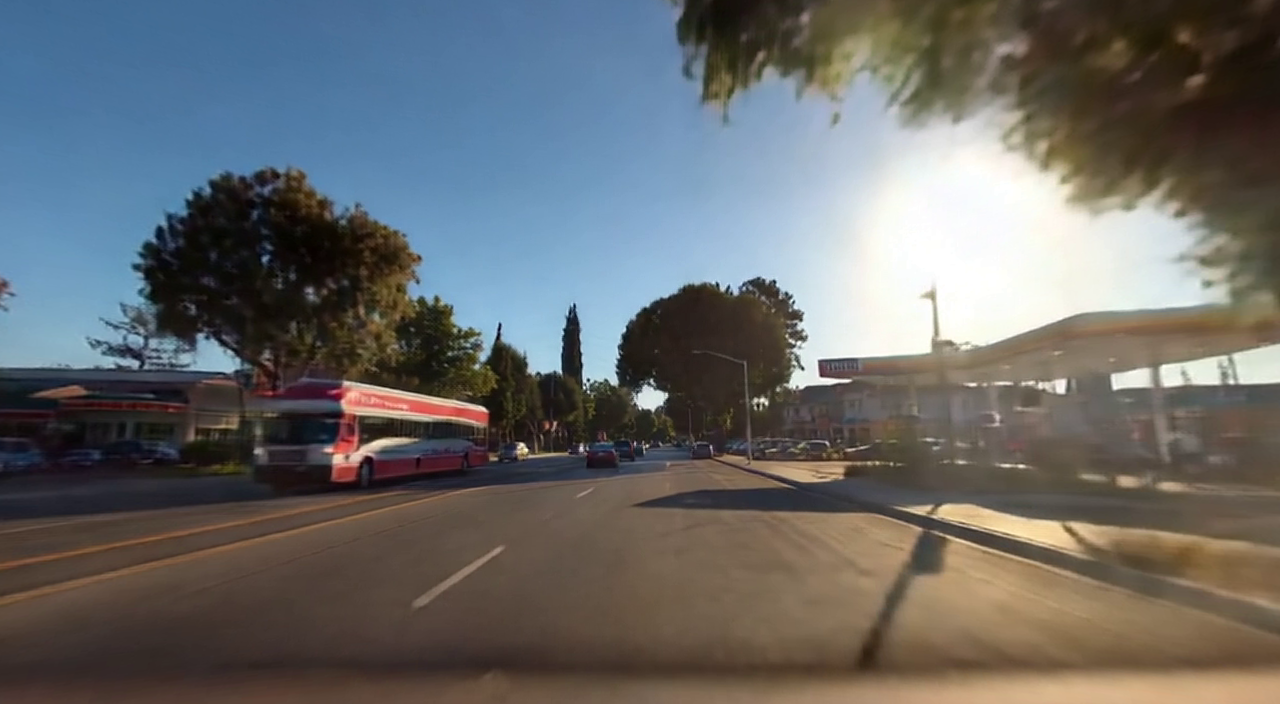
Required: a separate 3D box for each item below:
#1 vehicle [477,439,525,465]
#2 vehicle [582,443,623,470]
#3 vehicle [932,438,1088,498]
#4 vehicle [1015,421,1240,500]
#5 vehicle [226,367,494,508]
[{"bbox_3d":[-9.880,7.143,45.238,2.074,1.755,4.412,0,-9,5],"label":"vehicle"},{"bbox_3d":[-2.096,5.986,36.303,1.959,1.406,4.272,0,-9,2],"label":"vehicle"},{"bbox_3d":[10.317,3.247,18.103,1.888,1.465,4.727,0,-9,4],"label":"vehicle"},{"bbox_3d":[13.237,2.998,17.759,2.015,1.839,5.416,1,-9,0],"label":"vehicle"},{"bbox_3d":[-8.241,2.945,21.763,3.056,3.289,13.199,-2,-8,1],"label":"vehicle"}]
